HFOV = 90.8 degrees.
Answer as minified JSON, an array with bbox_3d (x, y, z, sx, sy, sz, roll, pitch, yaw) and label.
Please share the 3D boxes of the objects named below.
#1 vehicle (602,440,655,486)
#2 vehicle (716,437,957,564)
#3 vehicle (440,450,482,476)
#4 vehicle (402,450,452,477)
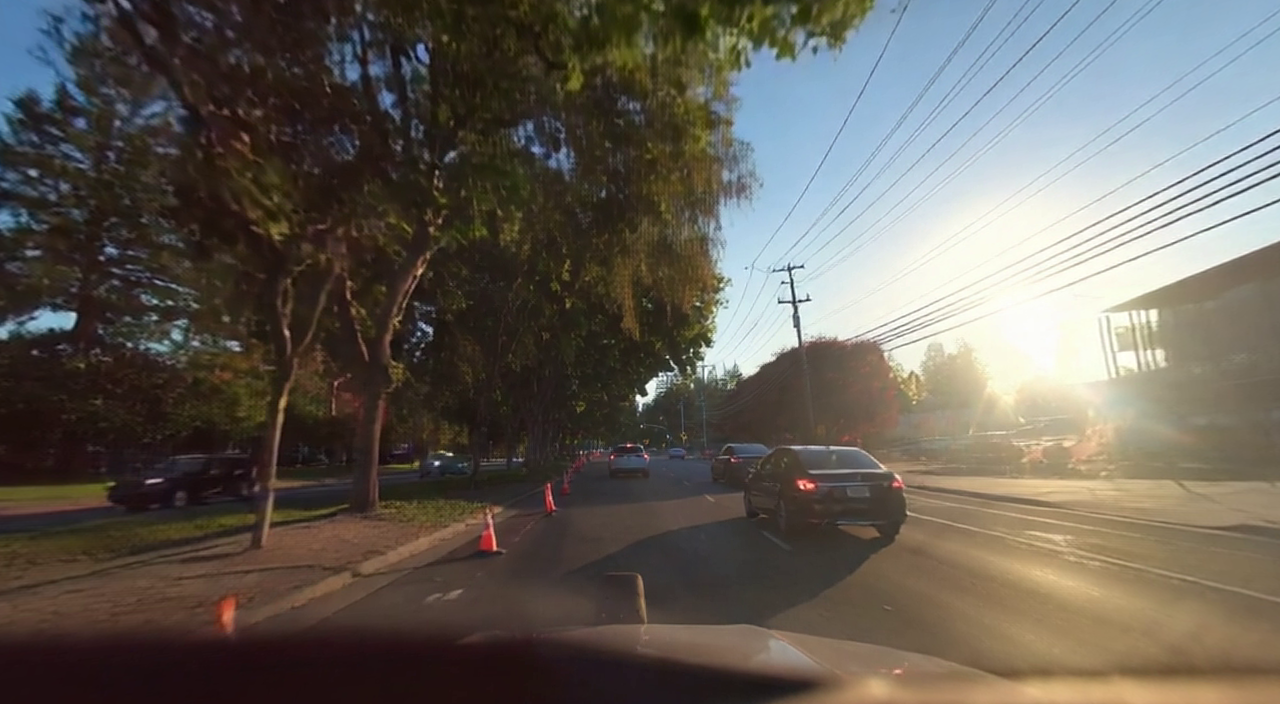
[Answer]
[{"bbox_3d":[-0.447,4.590,26.546,2.050,1.745,3.915,0,-8,0],"label":"vehicle"},{"bbox_3d":[2.628,2.104,9.847,1.977,1.460,4.565,0,-8,-4],"label":"vehicle"},{"bbox_3d":[-12.562,7.798,44.590,1.871,1.639,4.289,0,-8,-2],"label":"vehicle"},{"bbox_3d":[-16.398,8.585,48.893,2.016,1.862,5.328,-1,-8,0],"label":"vehicle"}]
